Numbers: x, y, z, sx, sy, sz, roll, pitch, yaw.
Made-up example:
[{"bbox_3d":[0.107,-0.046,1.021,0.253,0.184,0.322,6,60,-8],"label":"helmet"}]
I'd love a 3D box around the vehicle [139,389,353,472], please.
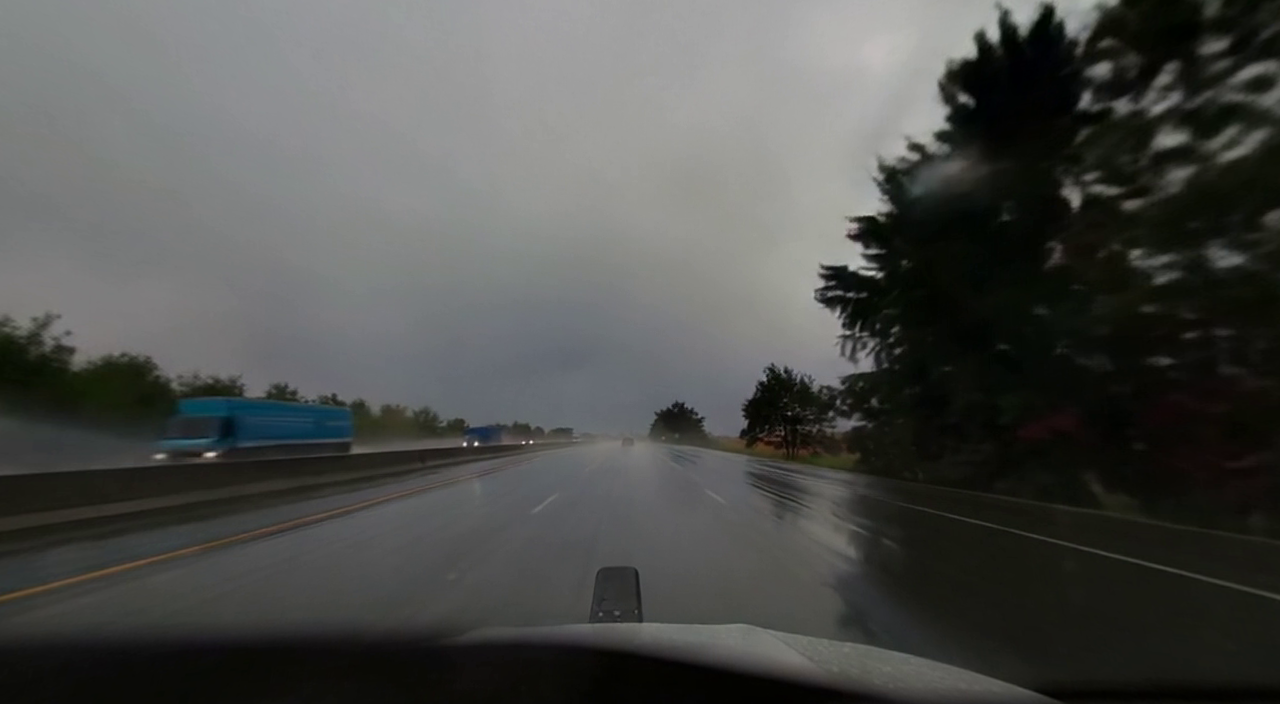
[{"bbox_3d":[-23.566,5.049,39.853,3.224,4.158,16.324,0,-8,0],"label":"vehicle"}]
